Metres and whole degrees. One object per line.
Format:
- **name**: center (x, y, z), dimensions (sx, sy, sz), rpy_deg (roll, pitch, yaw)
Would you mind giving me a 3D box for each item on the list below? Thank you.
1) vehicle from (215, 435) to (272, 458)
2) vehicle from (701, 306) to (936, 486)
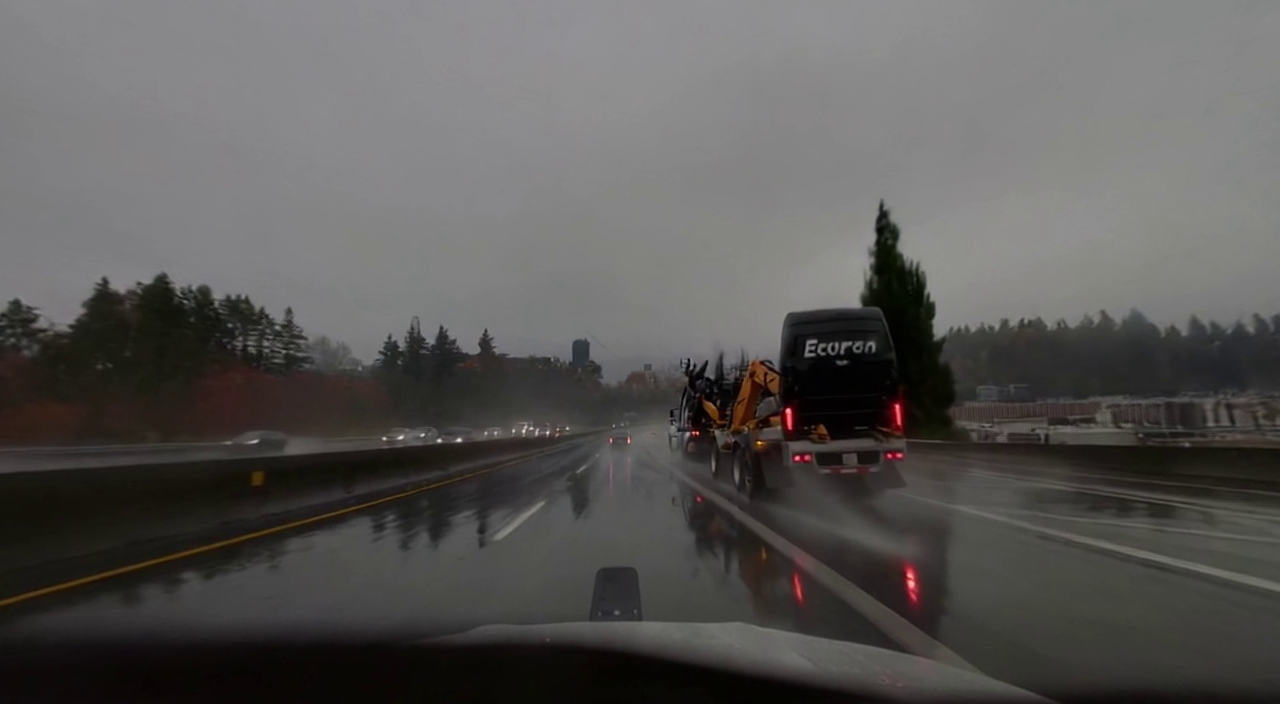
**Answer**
- **vehicle**: center (-26.592, 6.336, 42.386), dimensions (1.708, 1.442, 3.465), rpy_deg (1, -8, -3)
- **vehicle**: center (3.553, 1.294, 15.203), dimensions (2.833, 3.180, 8.004), rpy_deg (1, -8, -4)
